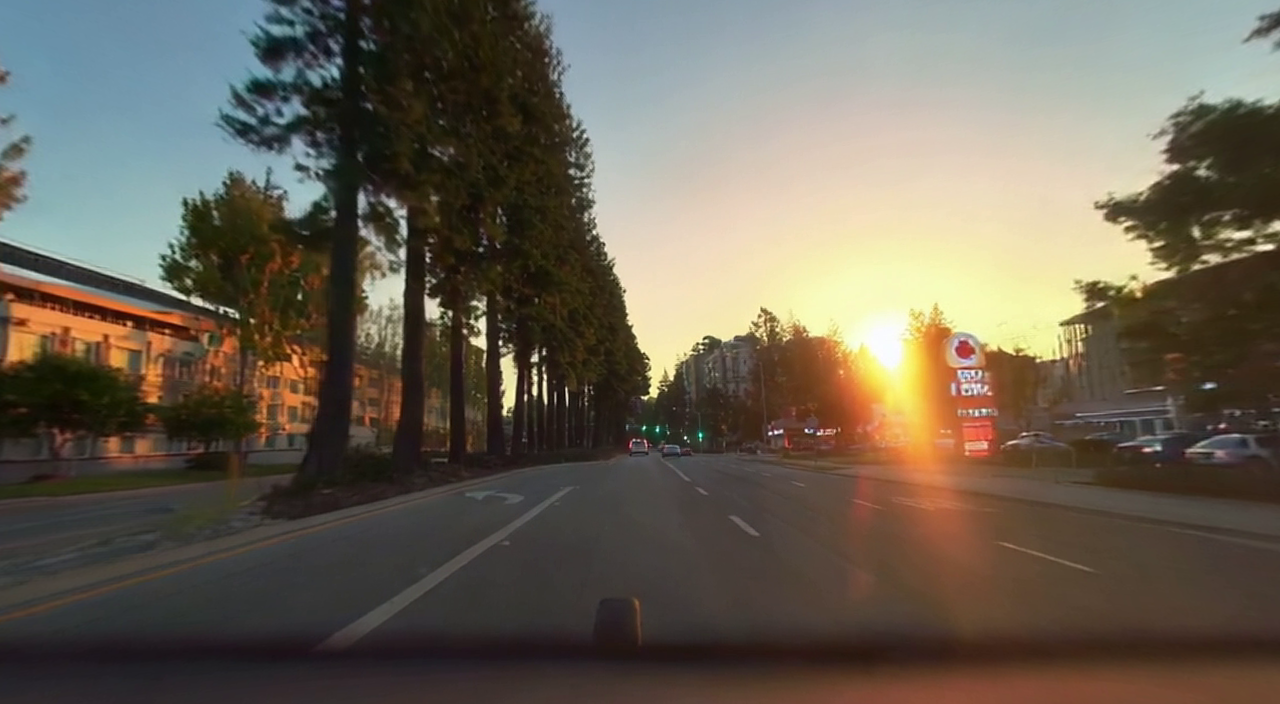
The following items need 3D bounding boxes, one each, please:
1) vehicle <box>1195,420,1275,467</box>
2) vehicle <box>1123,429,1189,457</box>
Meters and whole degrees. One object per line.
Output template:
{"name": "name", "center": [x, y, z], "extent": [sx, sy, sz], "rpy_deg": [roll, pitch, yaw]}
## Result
{"name": "vehicle", "center": [31.801, 4.866, 33.959], "extent": [2.229, 2.281, 5.488], "rpy_deg": [-4, -9, 35]}
{"name": "vehicle", "center": [31.814, 5.633, 39.091], "extent": [2.133, 1.584, 4.842], "rpy_deg": [-5, -9, 28]}
